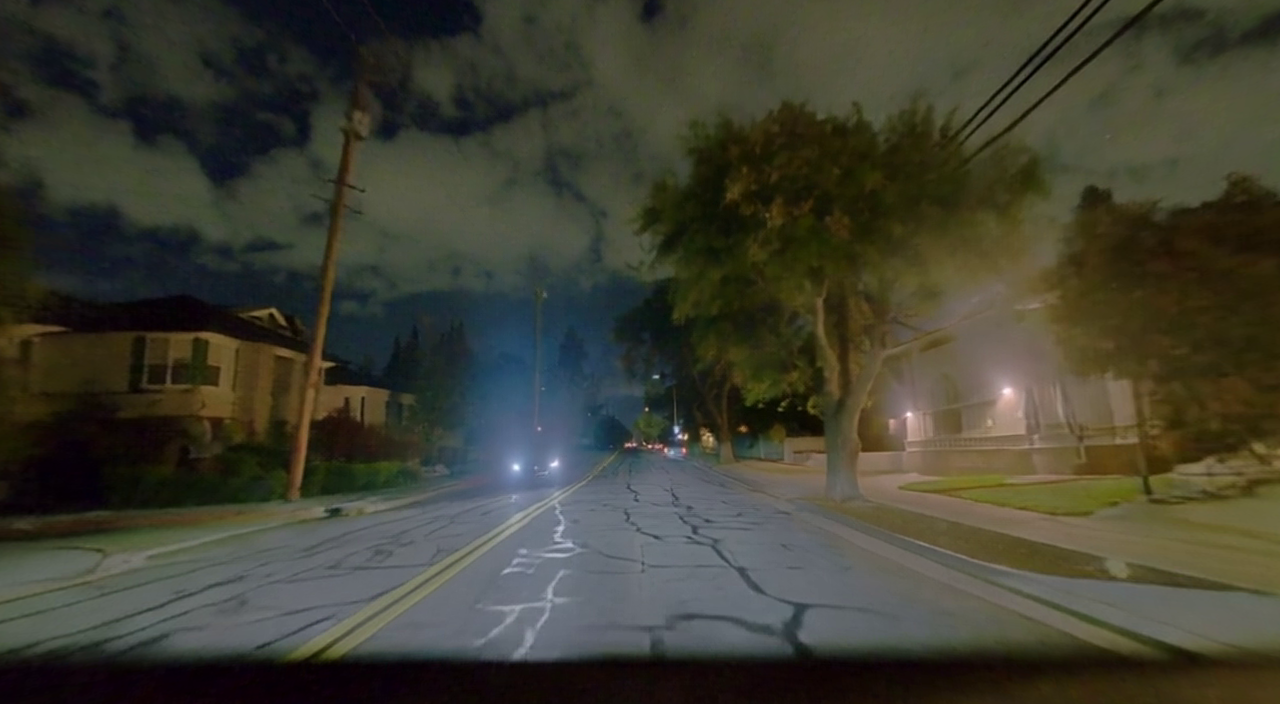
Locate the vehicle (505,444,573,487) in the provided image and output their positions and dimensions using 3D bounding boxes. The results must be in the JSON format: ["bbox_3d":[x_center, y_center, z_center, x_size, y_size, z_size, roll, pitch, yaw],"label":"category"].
[{"bbox_3d":[-3.765,4.293,24.229,1.959,1.473,4.115,0,-8,0],"label":"vehicle"}]
